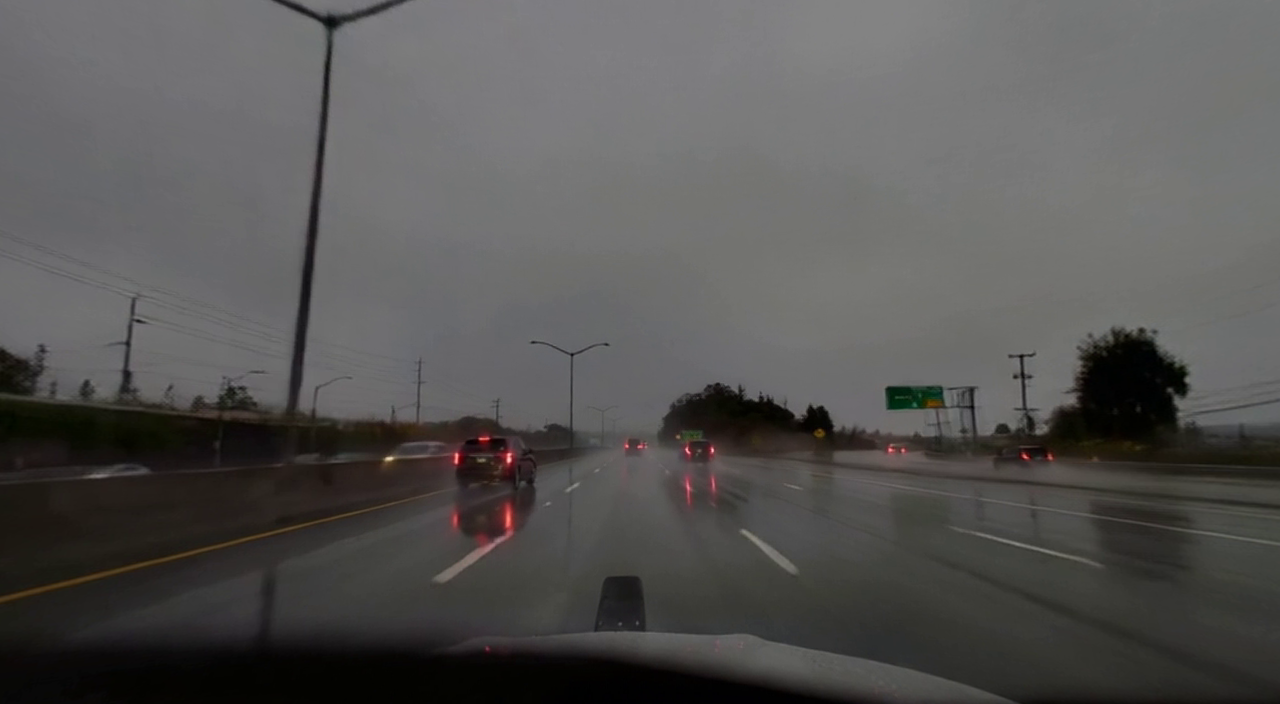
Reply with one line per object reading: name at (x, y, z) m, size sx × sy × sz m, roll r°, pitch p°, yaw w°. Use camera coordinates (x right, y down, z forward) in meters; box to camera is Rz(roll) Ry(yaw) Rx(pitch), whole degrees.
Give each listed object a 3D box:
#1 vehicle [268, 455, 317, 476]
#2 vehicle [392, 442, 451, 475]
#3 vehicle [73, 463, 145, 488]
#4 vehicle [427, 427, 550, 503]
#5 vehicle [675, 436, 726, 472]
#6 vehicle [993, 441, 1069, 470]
vehicle at (-23.917, 7.803, 43.593) m, size 1.505 × 1.361 × 3.376 m, roll 0°, pitch -8°, yaw -2°
vehicle at (-9.466, 4.601, 27.553) m, size 1.391 × 1.321 × 3.191 m, roll 0°, pitch -8°, yaw 0°
vehicle at (-31.251, 7.236, 37.262) m, size 1.486 × 1.348 × 3.311 m, roll 0°, pitch -9°, yaw -4°
vehicle at (-3.736, 2.879, 16.546) m, size 2.099 × 1.682 × 4.590 m, roll 0°, pitch -8°, yaw 0°
vehicle at (2.925, 5.070, 31.500) m, size 1.997 × 1.638 × 4.281 m, roll 0°, pitch -8°, yaw -1°
vehicle at (25.553, 6.766, 41.565) m, size 2.070 × 1.782 × 5.006 m, roll -1°, pitch -8°, yaw 4°
